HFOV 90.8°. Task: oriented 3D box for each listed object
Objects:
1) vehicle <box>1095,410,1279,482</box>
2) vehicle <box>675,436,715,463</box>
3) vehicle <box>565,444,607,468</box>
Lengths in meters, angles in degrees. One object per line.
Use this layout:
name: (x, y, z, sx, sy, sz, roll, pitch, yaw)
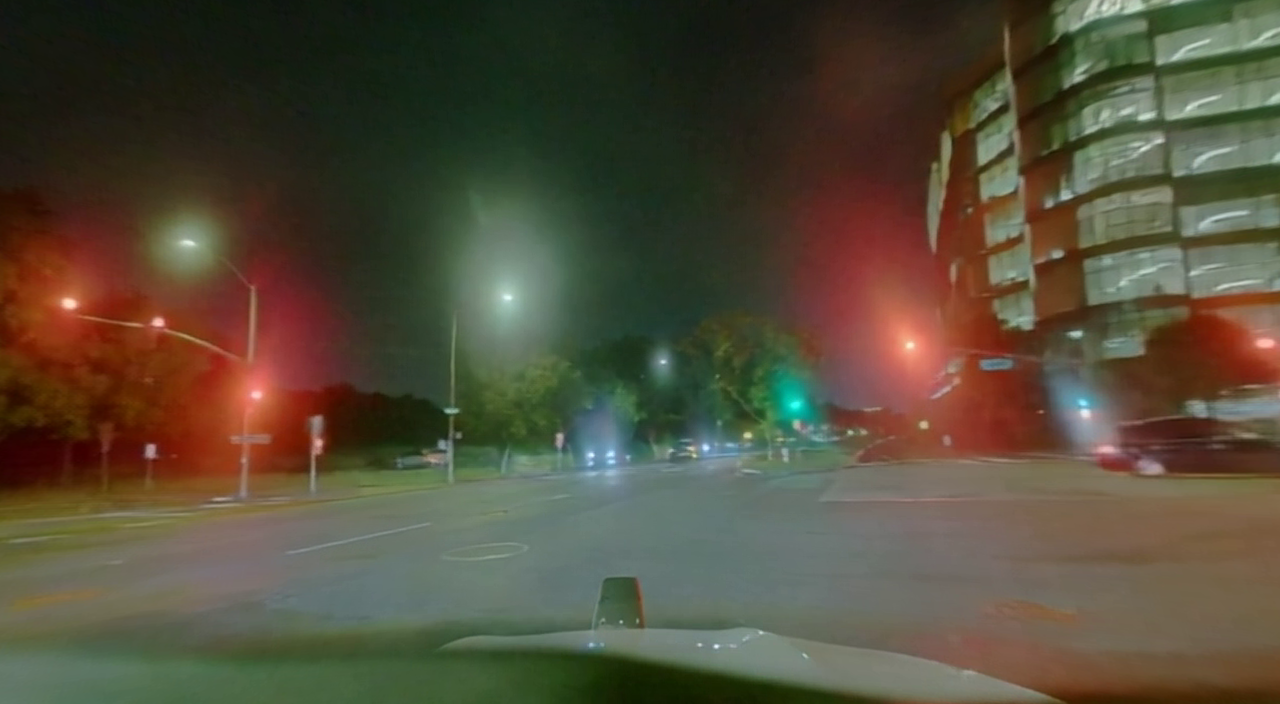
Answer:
vehicle: (14.900, 2.443, 16.372, 4.652, 1.674, 1.998, -8, -12, 43)
vehicle: (3.585, 6.229, 40.419, 2.034, 1.663, 4.025, -2, -9, 12)
vehicle: (-3.586, 6.982, 42.624, 1.786, 1.499, 3.797, -2, -9, 12)
